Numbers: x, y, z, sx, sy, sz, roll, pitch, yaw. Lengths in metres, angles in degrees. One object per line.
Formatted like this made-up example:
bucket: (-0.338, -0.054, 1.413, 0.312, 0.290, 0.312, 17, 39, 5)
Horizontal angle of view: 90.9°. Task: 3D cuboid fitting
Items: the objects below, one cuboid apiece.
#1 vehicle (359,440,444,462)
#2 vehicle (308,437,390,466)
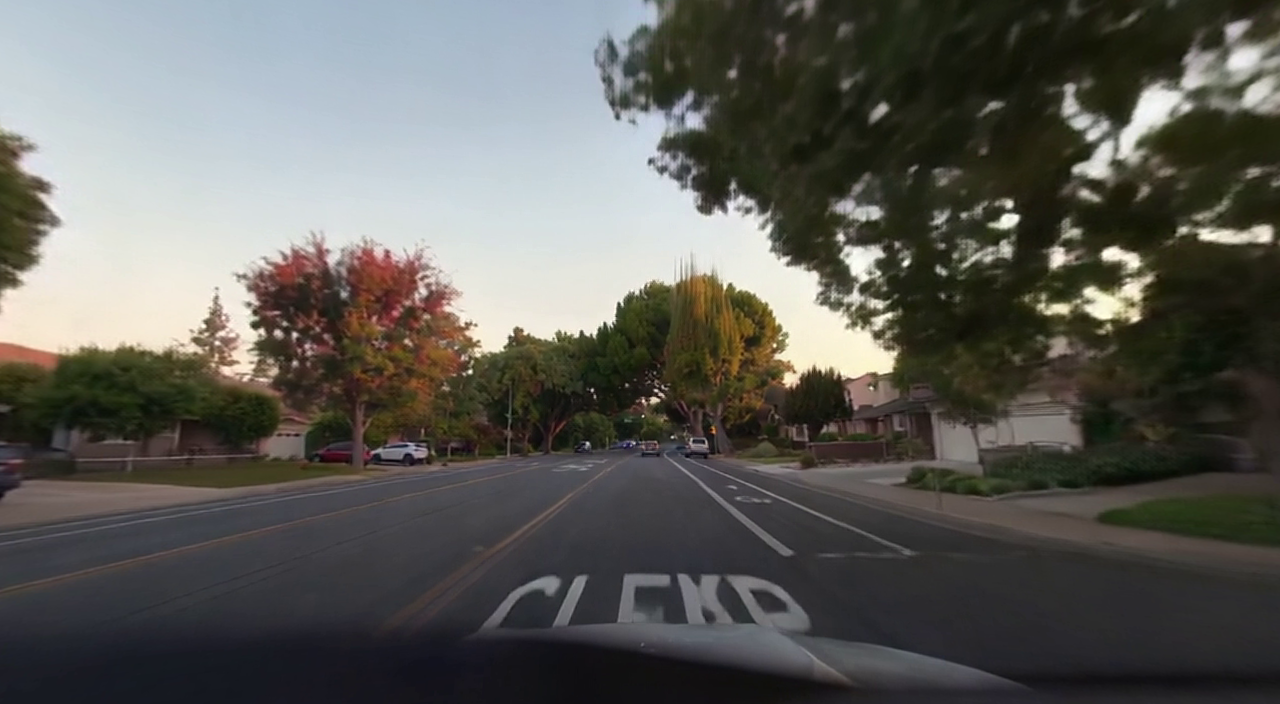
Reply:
vehicle: (-17.903, 7.434, 47.446, 5.419, 1.649, 2.396, 0, -8, 1)
vehicle: (-18.799, 6.422, 40.776, 4.372, 1.745, 2.017, 6, -10, -35)
